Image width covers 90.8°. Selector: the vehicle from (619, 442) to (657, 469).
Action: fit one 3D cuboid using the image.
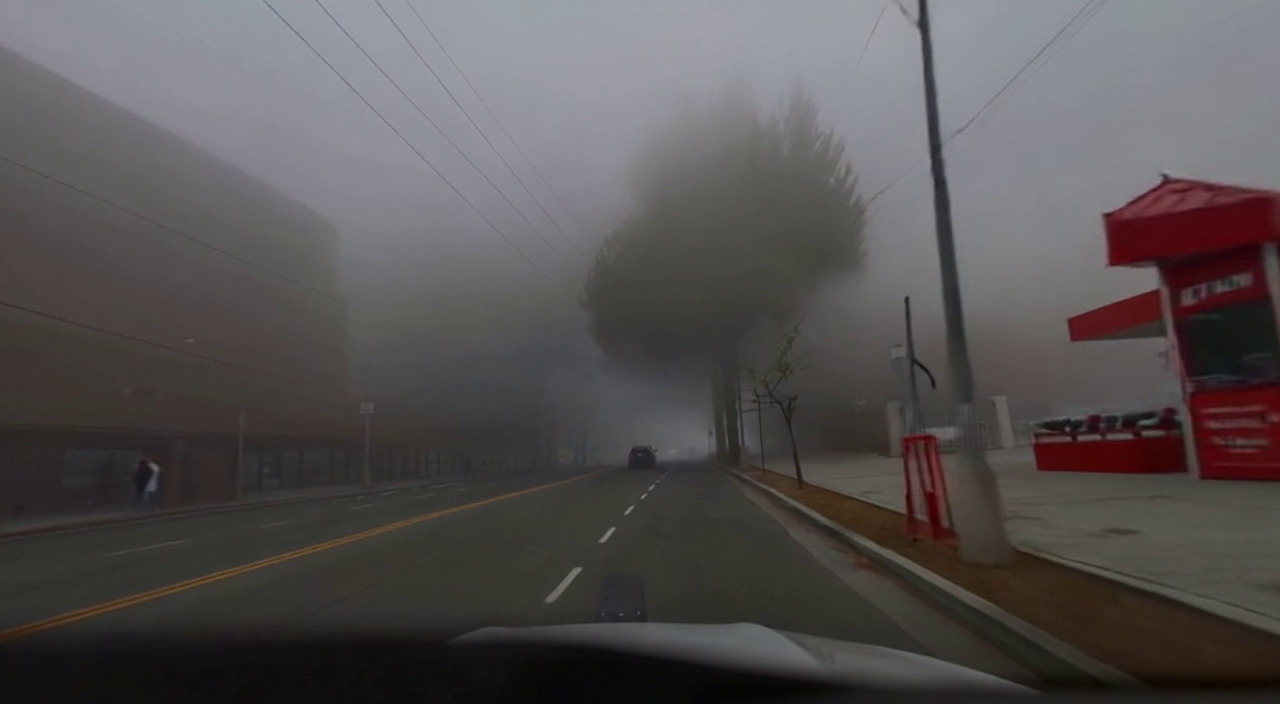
[{"bbox_3d":[-0.077,6.996,42.795,2.101,1.721,4.364,-1,-9,5],"label":"vehicle"}]
